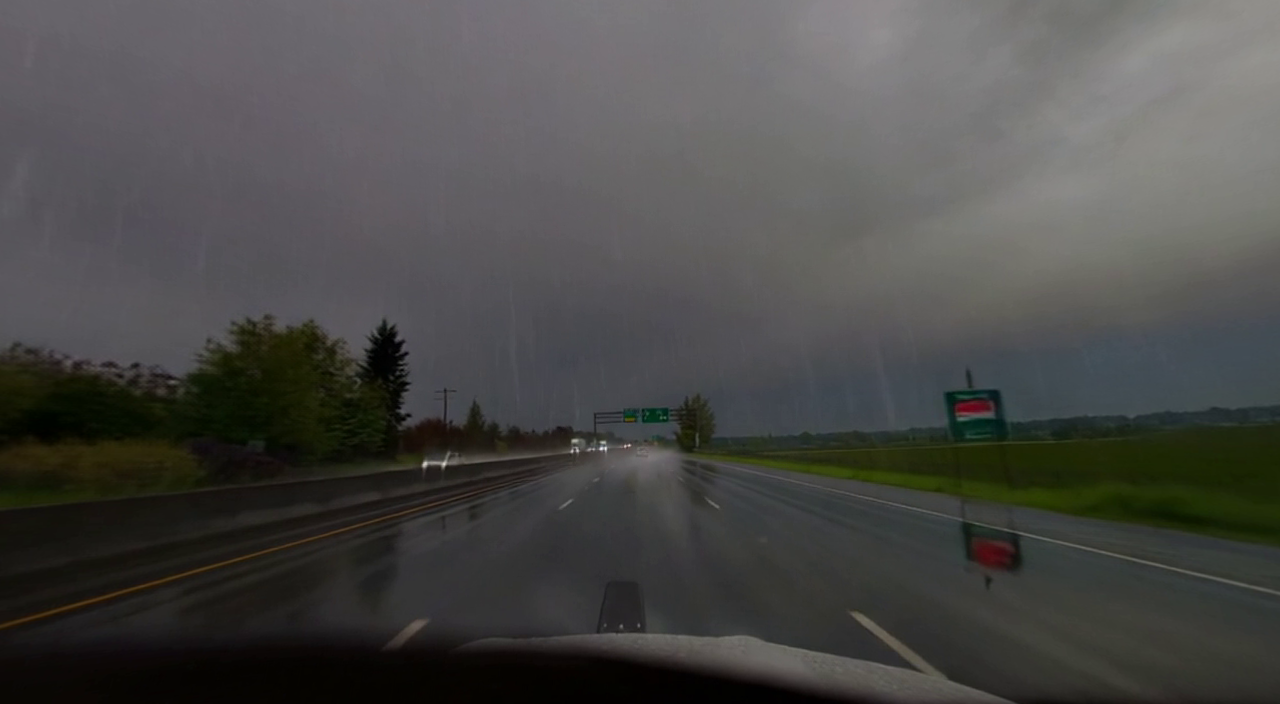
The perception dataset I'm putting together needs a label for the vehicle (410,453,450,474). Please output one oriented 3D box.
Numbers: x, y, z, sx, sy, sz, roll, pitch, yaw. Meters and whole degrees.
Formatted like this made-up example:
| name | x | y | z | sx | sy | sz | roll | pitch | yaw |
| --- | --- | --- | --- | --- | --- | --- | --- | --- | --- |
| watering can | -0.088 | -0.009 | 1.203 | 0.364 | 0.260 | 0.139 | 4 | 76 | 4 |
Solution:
| name | x | y | z | sx | sy | sz | roll | pitch | yaw |
| --- | --- | --- | --- | --- | --- | --- | --- | --- | --- |
| vehicle | -15.590 | 8.283 | 46.999 | 1.635 | 1.402 | 3.991 | 0 | -9 | 0 |
